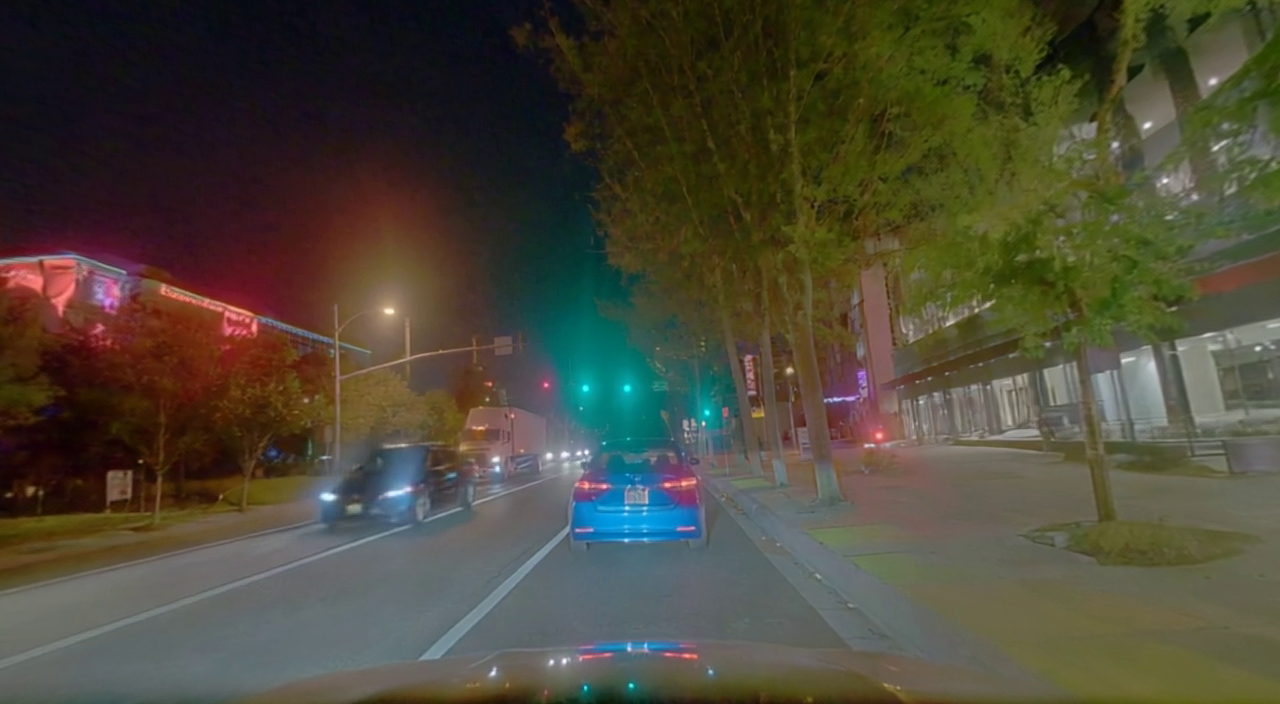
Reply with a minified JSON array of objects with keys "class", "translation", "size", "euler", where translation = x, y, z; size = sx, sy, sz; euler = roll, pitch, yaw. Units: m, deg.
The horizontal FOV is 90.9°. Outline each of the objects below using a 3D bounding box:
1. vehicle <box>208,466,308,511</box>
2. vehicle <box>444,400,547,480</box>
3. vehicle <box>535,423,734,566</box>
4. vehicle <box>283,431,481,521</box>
[{"class":"vehicle","translation":[-17.451,6.232,28.886],"size":[3.516,1.383,1.704],"euler":[-10,-10,1]},{"class":"vehicle","translation":[-8.090,5.238,37.313],"size":[2.986,3.933,11.600],"euler":[0,-8,2]},{"class":"vehicle","translation":[0.006,1.795,8.655],"size":[2.094,1.478,3.922],"euler":[-1,-8,2]},{"class":"vehicle","translation":[-6.213,3.068,16.355],"size":[2.402,1.852,6.057],"euler":[-1,-8,2]}]
